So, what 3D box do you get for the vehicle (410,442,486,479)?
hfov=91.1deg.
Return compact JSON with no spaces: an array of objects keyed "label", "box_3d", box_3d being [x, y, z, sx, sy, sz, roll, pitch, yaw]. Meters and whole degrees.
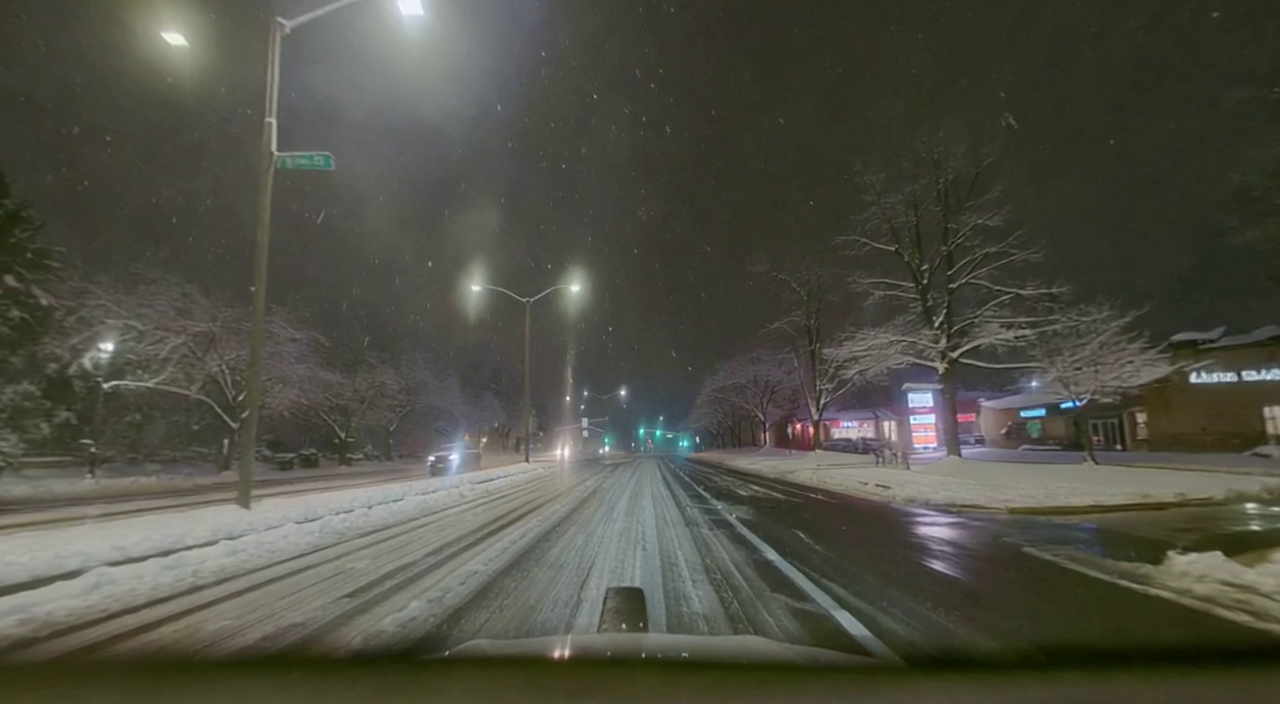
[{"label":"vehicle","box_3d":[-8.684,4.939,28.894,1.961,1.559,4.480,-1,-9,2]}]
